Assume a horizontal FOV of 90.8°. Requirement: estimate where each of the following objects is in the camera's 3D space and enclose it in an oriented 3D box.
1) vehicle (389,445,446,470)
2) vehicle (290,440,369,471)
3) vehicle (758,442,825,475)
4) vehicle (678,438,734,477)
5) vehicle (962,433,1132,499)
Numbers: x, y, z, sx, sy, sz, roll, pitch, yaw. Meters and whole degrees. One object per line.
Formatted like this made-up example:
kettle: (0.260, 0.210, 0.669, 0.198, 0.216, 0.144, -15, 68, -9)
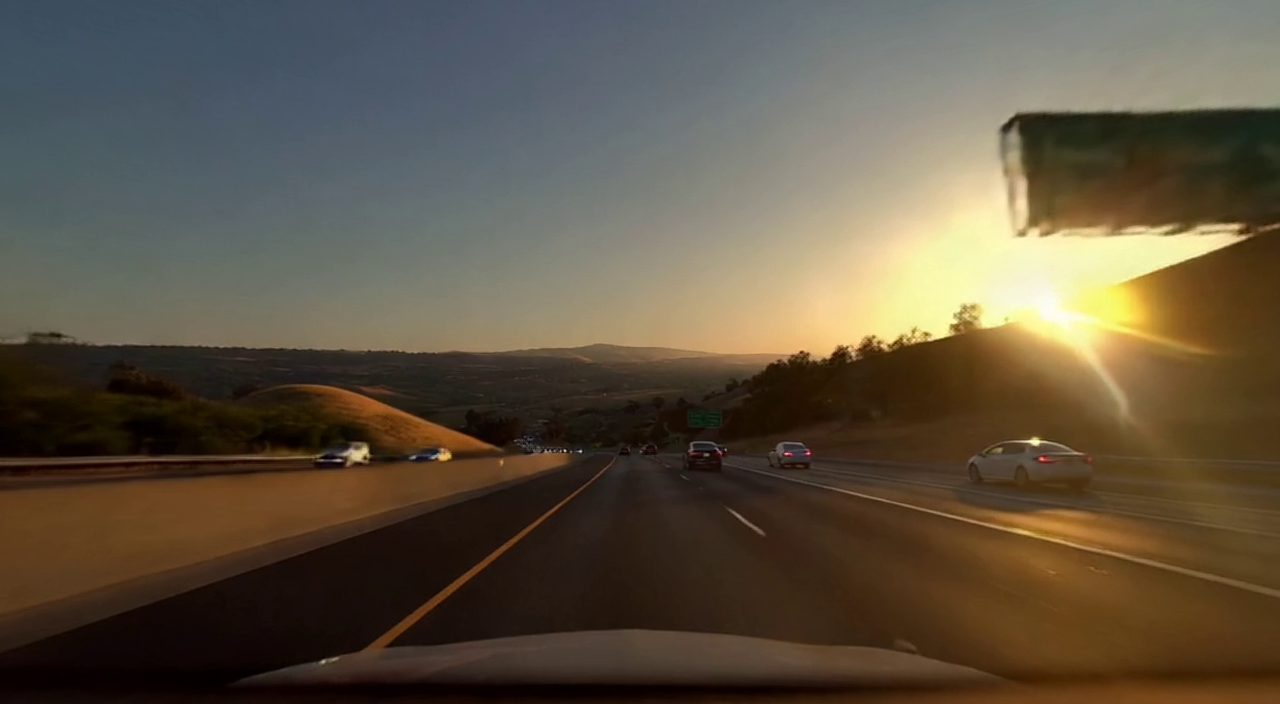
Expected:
vehicle: (-14.246, 6.764, 40.734, 1.939, 1.495, 4.658, 0, -9, 0)
vehicle: (-18.216, 6.089, 37.398, 2.140, 1.722, 5.002, 0, -9, -1)
vehicle: (6.988, 4.961, 29.625, 1.952, 1.442, 4.259, 0, -9, -2)
vehicle: (2.949, 4.833, 29.154, 1.977, 1.601, 4.598, 0, -9, -2)
vehicle: (10.885, 3.064, 17.334, 1.844, 1.560, 4.085, 0, -9, -1)
